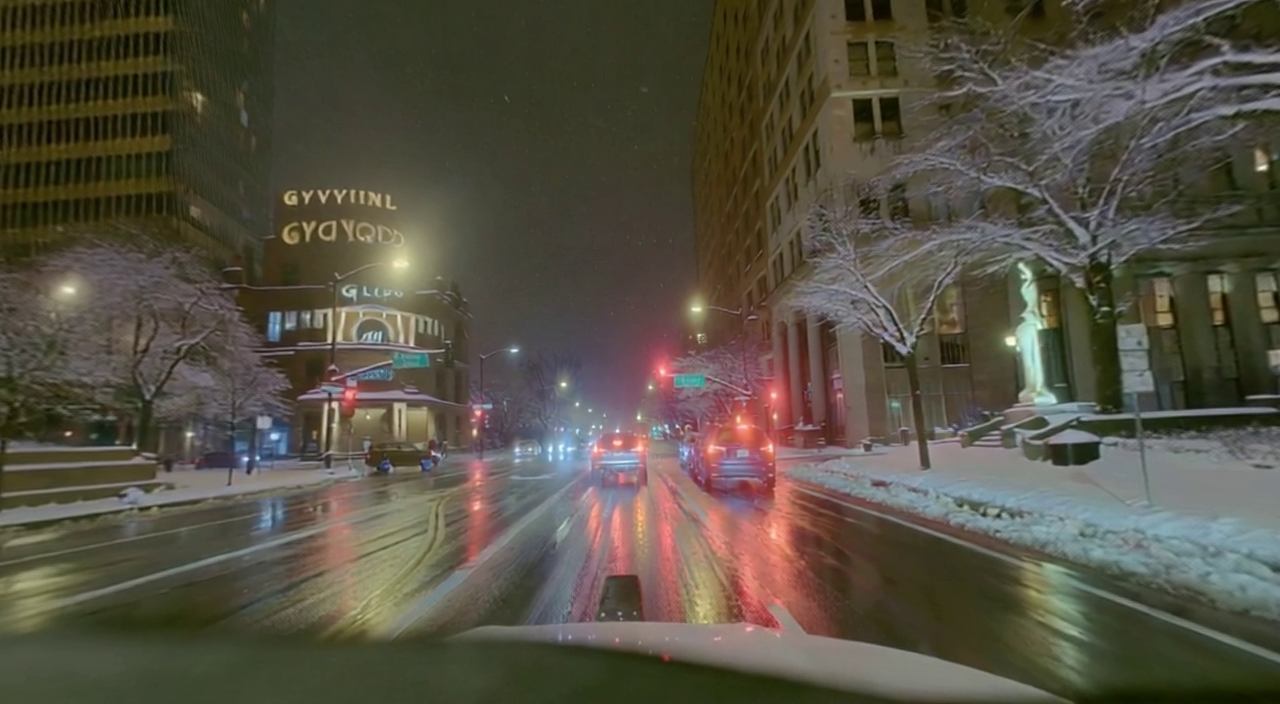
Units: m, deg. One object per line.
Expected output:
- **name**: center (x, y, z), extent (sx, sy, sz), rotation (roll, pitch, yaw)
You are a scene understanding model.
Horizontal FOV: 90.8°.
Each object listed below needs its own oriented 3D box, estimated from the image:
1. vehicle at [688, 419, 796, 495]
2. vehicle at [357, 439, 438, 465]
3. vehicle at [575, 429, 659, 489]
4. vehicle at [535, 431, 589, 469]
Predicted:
- **vehicle**: center (2.594, 2.807, 17.255), extent (2.096, 1.775, 4.440), rotation (0, -8, -1)
- **vehicle**: center (-17.089, 7.049, 44.669), extent (4.855, 1.769, 2.071), rotation (0, -8, 0)
- **vehicle**: center (-0.583, 2.968, 17.907), extent (2.096, 1.492, 4.071), rotation (0, -8, 0)
- **vehicle**: center (-3.556, 4.569, 29.673), extent (2.045, 1.633, 4.864), rotation (0, -8, -2)
